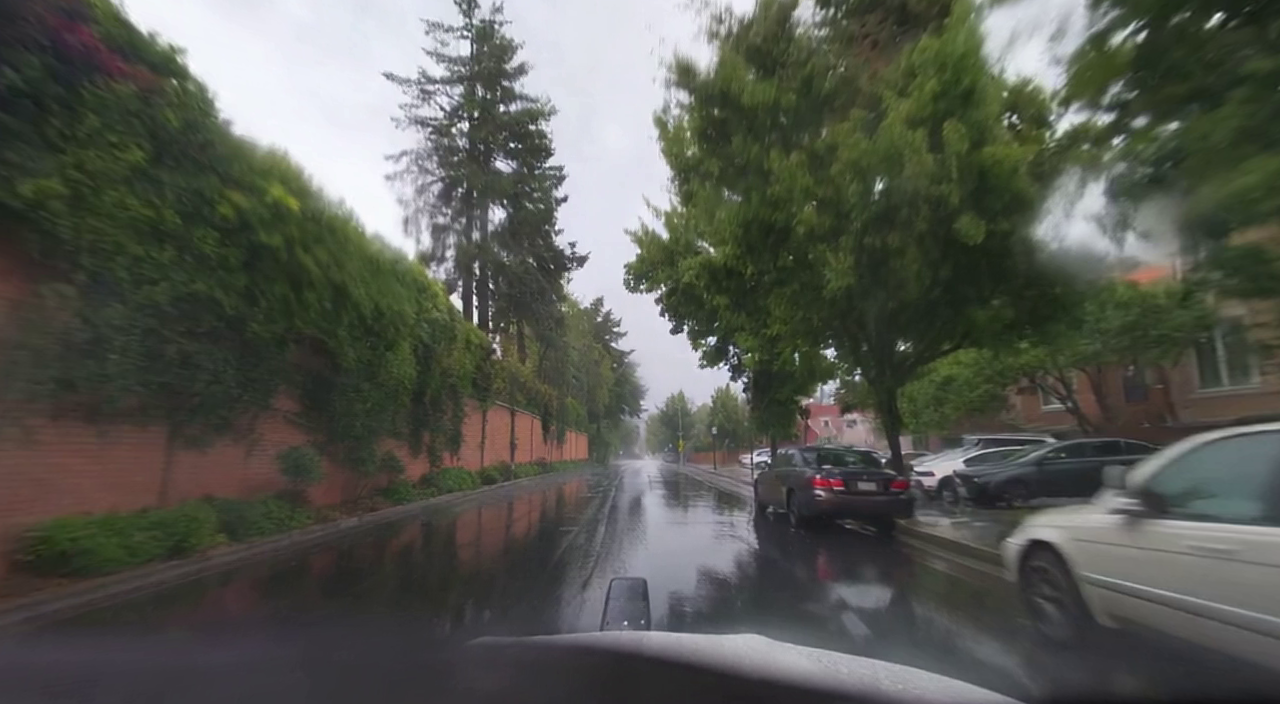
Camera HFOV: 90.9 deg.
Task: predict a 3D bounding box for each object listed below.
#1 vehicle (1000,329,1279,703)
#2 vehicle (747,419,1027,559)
[{"bbox_3d":[3.546,0.616,1.205,2.147,1.780,6.071,0,-9,0],"label":"vehicle"},{"bbox_3d":[3.497,2.129,10.880,2.161,1.622,6.732,1,-9,0],"label":"vehicle"}]
